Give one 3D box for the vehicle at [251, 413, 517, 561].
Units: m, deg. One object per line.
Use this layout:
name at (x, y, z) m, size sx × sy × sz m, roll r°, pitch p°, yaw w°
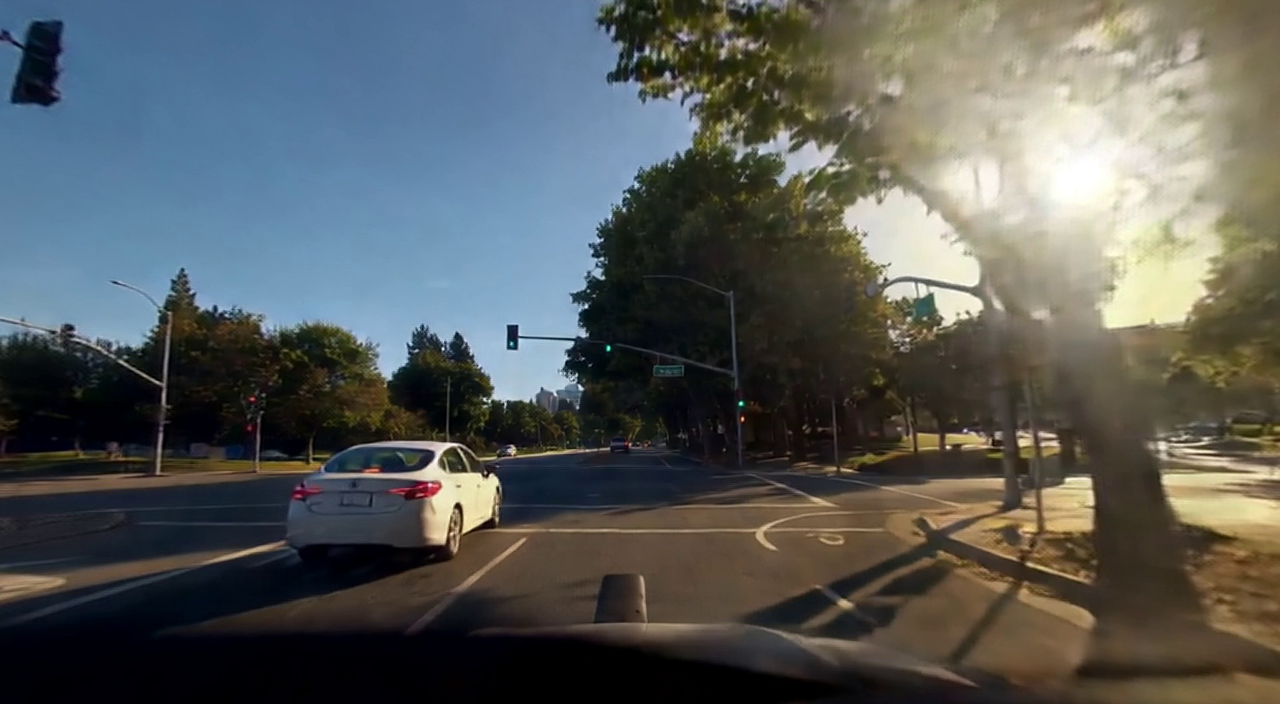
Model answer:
vehicle at (-3.247, 1.810, 9.225) m, size 2.076 × 1.599 × 4.483 m, roll 0°, pitch -9°, yaw -1°
